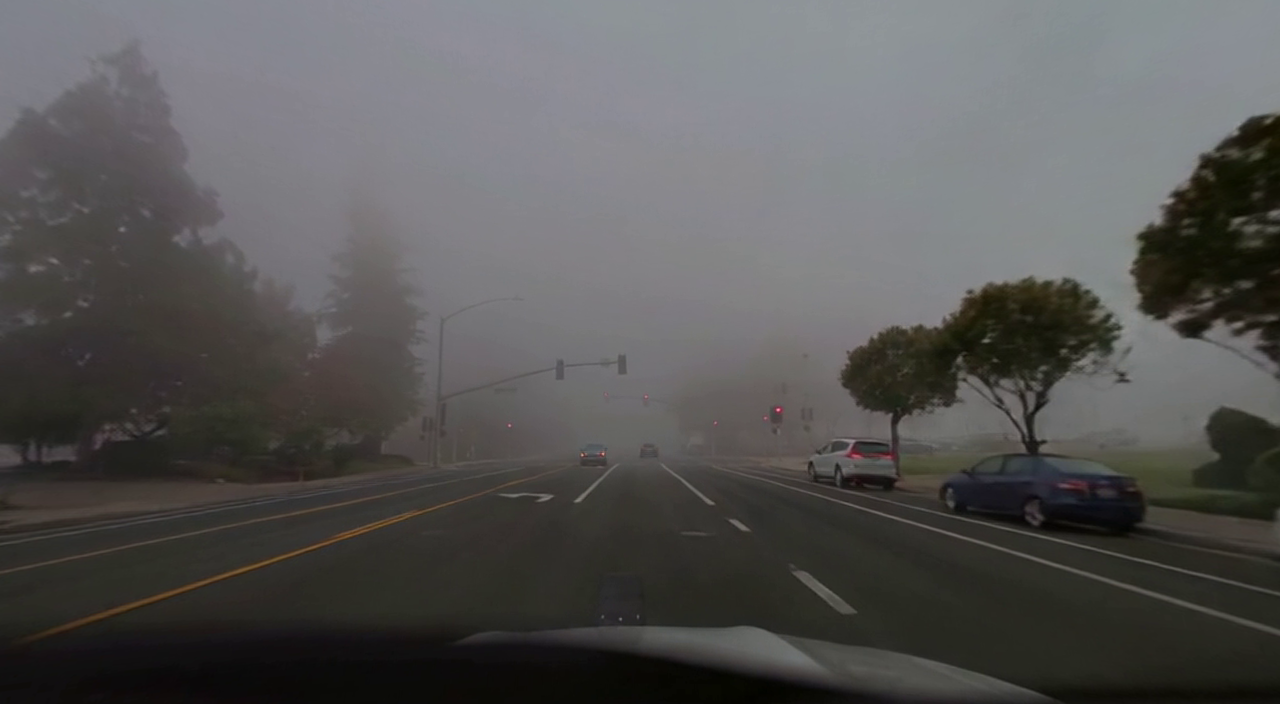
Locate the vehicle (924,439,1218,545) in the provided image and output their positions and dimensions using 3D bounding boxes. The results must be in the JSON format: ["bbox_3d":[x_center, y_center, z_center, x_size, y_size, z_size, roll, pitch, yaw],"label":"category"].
[{"bbox_3d":[7.184,2.326,11.348,1.922,1.473,4.738,0,-8,0],"label":"vehicle"}]

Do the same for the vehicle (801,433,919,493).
[{"bbox_3d":[7.240,3.697,21.496,2.132,1.793,5.003,0,-8,-1],"label":"vehicle"}]

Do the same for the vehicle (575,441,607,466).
[{"bbox_3d":[-3.280,6.897,43.078,1.915,1.553,3.846,0,-8,0],"label":"vehicle"}]
